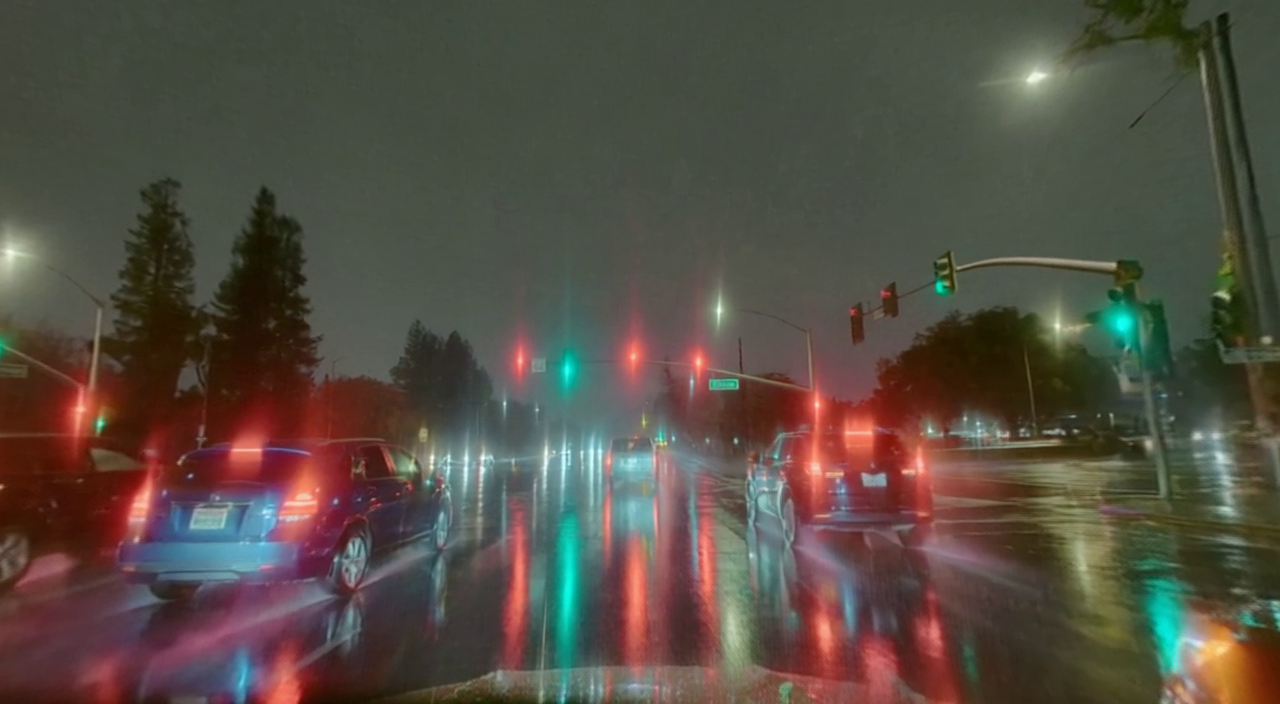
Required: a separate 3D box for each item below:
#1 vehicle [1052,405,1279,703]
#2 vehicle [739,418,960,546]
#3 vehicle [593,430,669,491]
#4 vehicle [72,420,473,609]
[{"bbox_3d":[3.180,0.763,1.113,1.960,1.460,4.233,0,-8,-1],"label":"vehicle"},{"bbox_3d":[3.201,2.089,10.829,2.097,1.707,4.461,0,-8,-2],"label":"vehicle"},{"bbox_3d":[-0.244,3.466,20.405,2.215,1.749,3.976,0,-8,1],"label":"vehicle"},{"bbox_3d":[-3.527,1.621,7.290,1.941,1.492,4.399,0,-8,1],"label":"vehicle"}]
